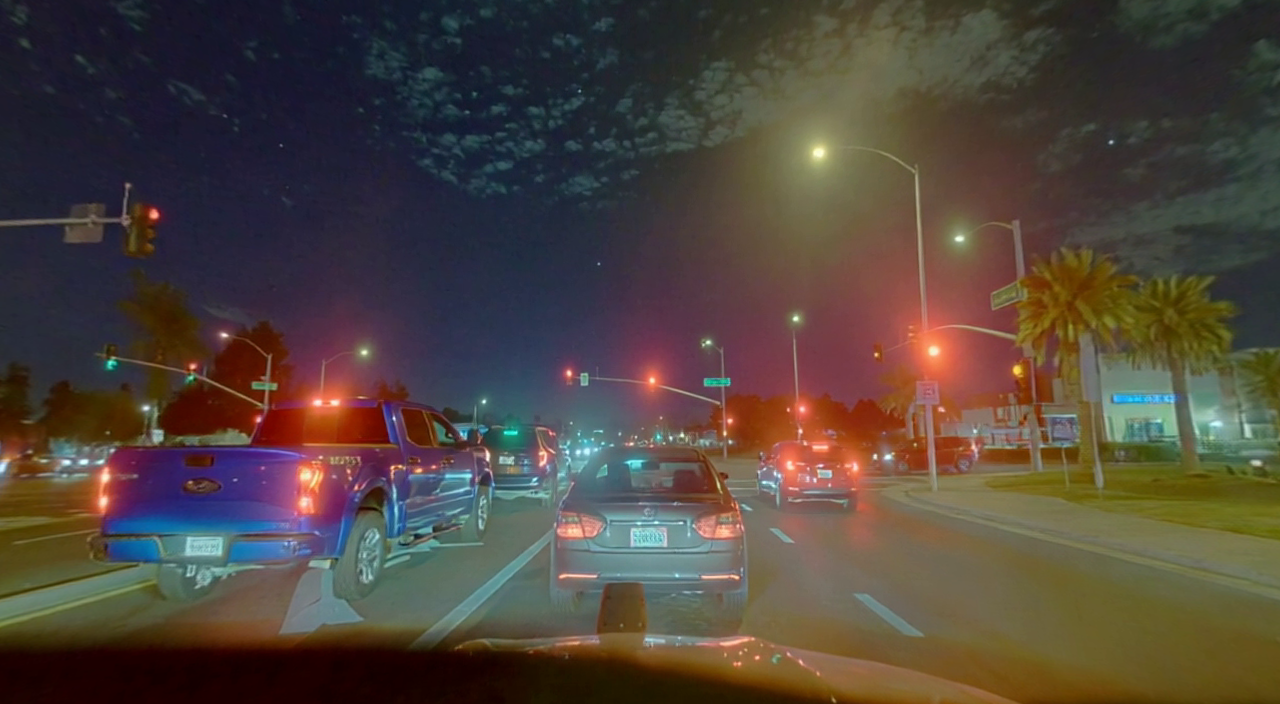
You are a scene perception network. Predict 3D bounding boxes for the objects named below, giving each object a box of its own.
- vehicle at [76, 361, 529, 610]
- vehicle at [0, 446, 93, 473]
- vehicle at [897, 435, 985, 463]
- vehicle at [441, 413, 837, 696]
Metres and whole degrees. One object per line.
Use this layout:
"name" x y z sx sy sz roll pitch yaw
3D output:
"vehicle" -3.233 1.475 7.923 2.330 1.969 5.626 -1 -8 3
"vehicle" -37.087 6.634 38.845 4.576 1.617 1.937 0 -8 2
"vehicle" 18.781 6.070 39.311 4.466 1.717 1.963 0 -8 2
"vehicle" 0.028 1.399 5.528 2.122 1.501 4.152 0 -8 1
